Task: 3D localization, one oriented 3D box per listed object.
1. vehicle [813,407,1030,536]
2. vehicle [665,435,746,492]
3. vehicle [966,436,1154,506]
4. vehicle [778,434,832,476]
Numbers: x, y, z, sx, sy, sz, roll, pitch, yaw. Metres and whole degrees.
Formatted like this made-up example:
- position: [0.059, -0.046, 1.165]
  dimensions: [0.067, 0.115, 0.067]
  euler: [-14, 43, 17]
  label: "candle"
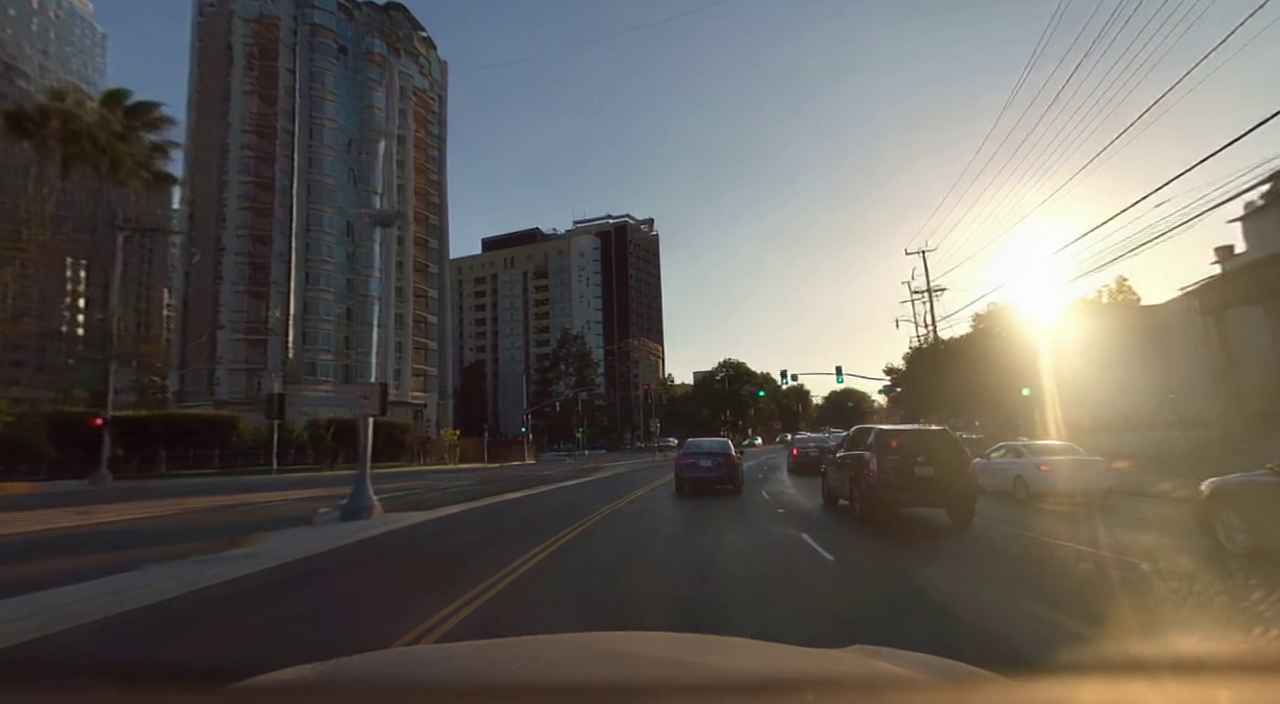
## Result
- position: [4.673, 2.067, 11.486]
  dimensions: [2.119, 1.810, 4.848]
  euler: [-1, -9, 6]
  label: "vehicle"
- position: [2.090, 3.341, 19.257]
  dimensions: [2.168, 1.527, 4.174]
  euler: [-1, -9, 8]
  label: "vehicle"
- position: [10.077, 2.854, 15.667]
  dimensions: [1.882, 1.463, 4.543]
  euler: [-1, -9, 6]
  label: "vehicle"
- position: [7.052, 4.423, 27.274]
  dimensions: [1.896, 1.612, 4.203]
  euler: [-2, -9, 10]
  label: "vehicle"
